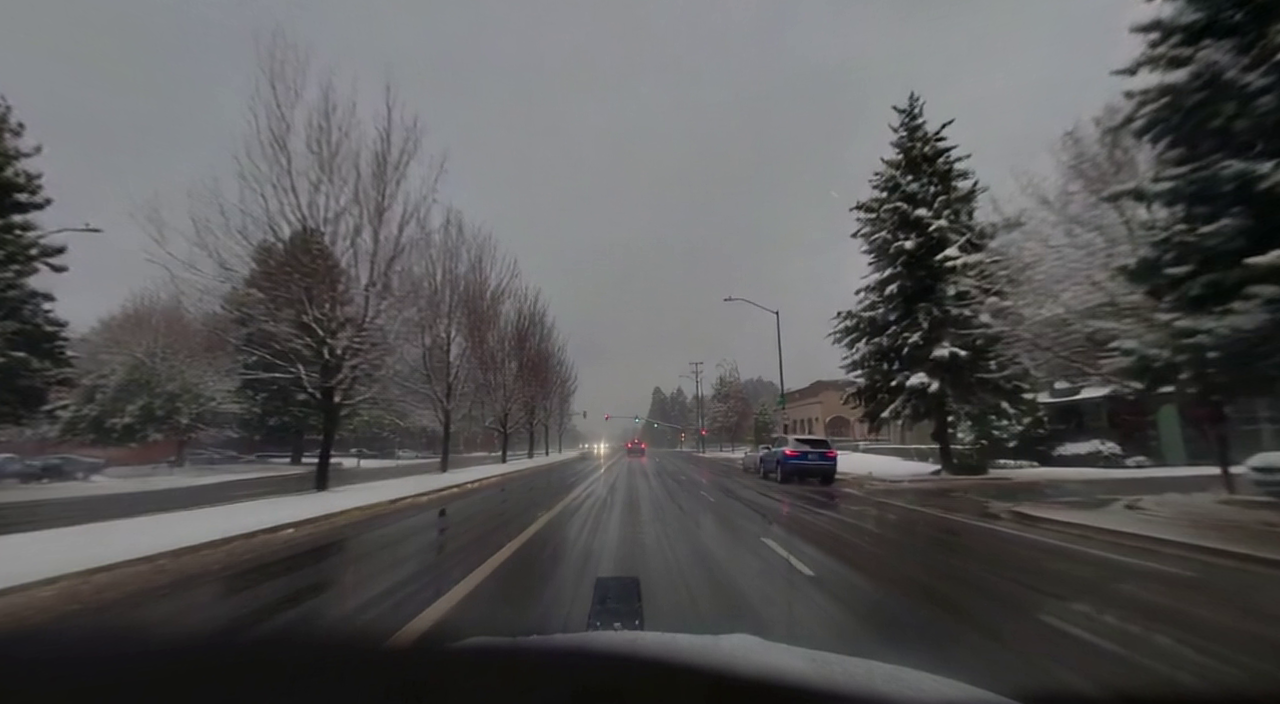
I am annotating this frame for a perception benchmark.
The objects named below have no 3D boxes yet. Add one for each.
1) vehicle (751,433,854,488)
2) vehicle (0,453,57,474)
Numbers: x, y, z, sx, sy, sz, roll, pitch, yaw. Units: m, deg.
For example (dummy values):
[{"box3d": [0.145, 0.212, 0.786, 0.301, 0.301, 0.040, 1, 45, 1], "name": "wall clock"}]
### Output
[{"box3d": [5.824, 3.952, 23.456, 2.295, 1.804, 4.971, 0, -8, -3], "name": "vehicle"}, {"box3d": [-47.758, 8.471, 48.103, 1.793, 1.472, 4.450, -5, -10, 33], "name": "vehicle"}]
